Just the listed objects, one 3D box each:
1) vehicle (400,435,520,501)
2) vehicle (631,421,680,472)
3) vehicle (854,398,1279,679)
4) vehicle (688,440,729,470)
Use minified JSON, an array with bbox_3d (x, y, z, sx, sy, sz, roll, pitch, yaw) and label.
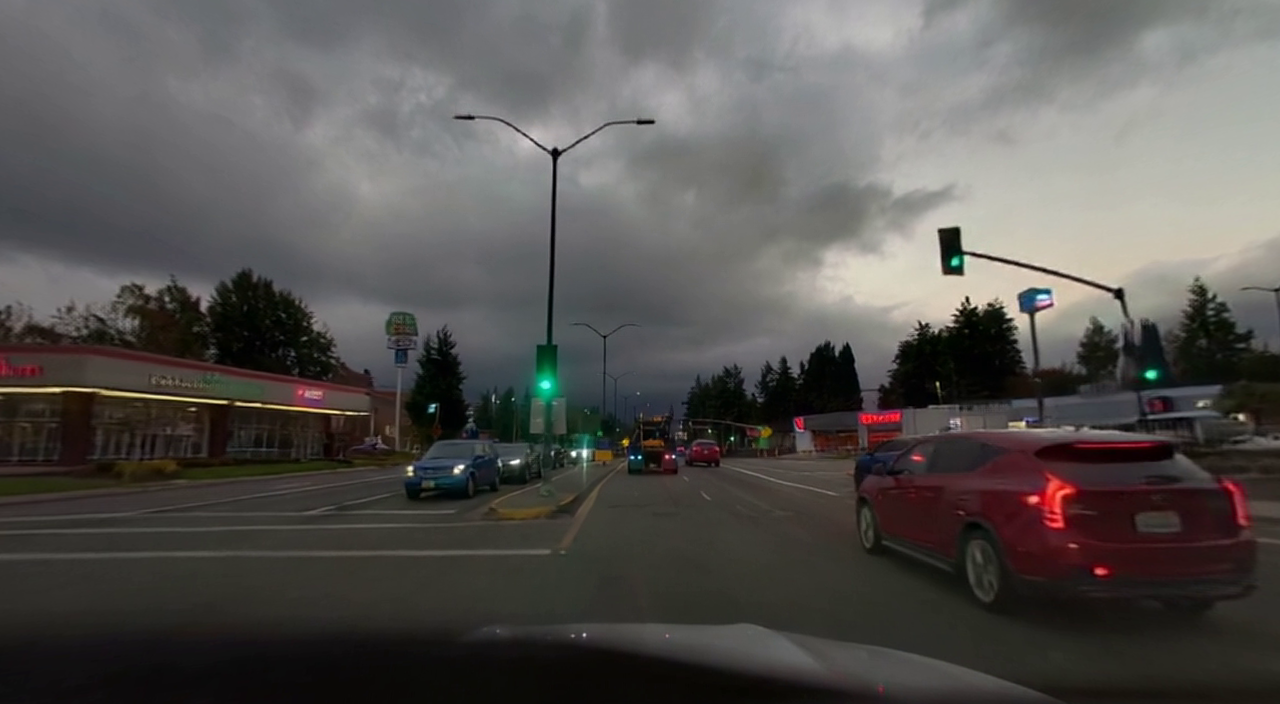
[{"bbox_3d":[-4.613,3.019,16.859,2.001,1.518,4.316,0,-8,-1],"label":"vehicle"},{"bbox_3d":[0.750,5.056,34.141,2.370,2.518,3.858,-2,-7,-2],"label":"vehicle"},{"bbox_3d":[3.646,1.369,5.695,2.025,1.618,3.949,0,-8,0],"label":"vehicle"},{"bbox_3d":[4.193,6.397,39.472,2.025,1.754,4.311,0,-8,-1],"label":"vehicle"}]
